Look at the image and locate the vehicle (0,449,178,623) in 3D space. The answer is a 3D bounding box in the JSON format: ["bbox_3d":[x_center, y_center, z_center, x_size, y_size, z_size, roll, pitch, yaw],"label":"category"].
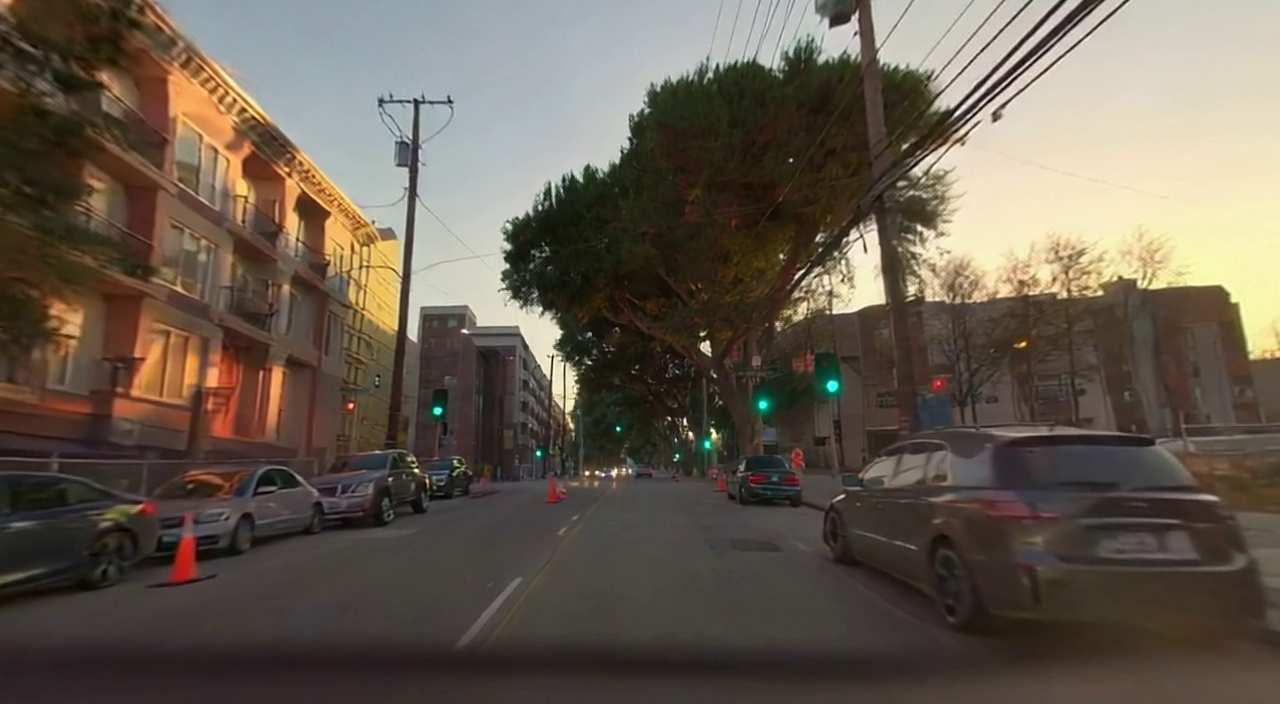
[{"bbox_3d":[-6.409,1.561,5.301,1.968,1.450,4.271,0,-8,-3],"label":"vehicle"}]

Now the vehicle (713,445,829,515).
[{"bbox_3d":[3.127,3.141,16.068,1.953,1.503,4.137,0,-8,-2],"label":"vehicle"}]

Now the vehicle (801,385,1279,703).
[{"bbox_3d":[3.295,1.416,5.930,2.141,1.737,5.009,0,-8,-1],"label":"vehicle"}]

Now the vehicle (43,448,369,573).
[{"bbox_3d":[-6.366,2.312,10.210,1.919,1.475,4.833,0,-8,-1],"label":"vehicle"}]

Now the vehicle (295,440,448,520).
[{"bbox_3d":[-6.565,3.128,16.075,1.953,1.729,4.305,0,-8,0],"label":"vehicle"}]

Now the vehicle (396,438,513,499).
[{"bbox_3d":[-6.374,4.074,22.640,2.279,1.873,5.912,0,-8,1],"label":"vehicle"}]
